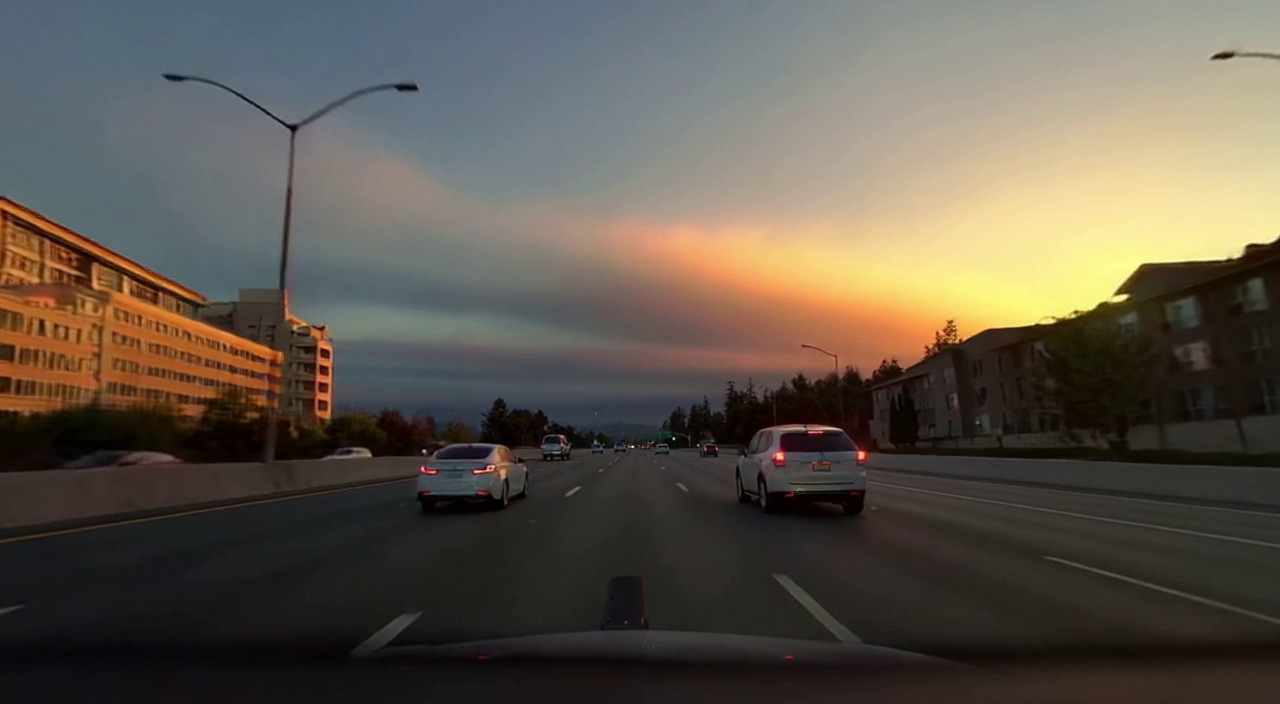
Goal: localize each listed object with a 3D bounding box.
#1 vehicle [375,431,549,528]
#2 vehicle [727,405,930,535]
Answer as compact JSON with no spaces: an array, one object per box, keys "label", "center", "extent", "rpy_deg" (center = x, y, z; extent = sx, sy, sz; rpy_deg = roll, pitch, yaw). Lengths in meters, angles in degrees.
[{"label":"vehicle","center":[-3.234,2.418,12.630],"extent":[2.080,1.542,4.718],"rpy_deg":[-1,-8,1]},{"label":"vehicle","center":[3.063,2.058,11.585],"extent":[2.148,1.852,4.835],"rpy_deg":[0,-8,-1]}]
